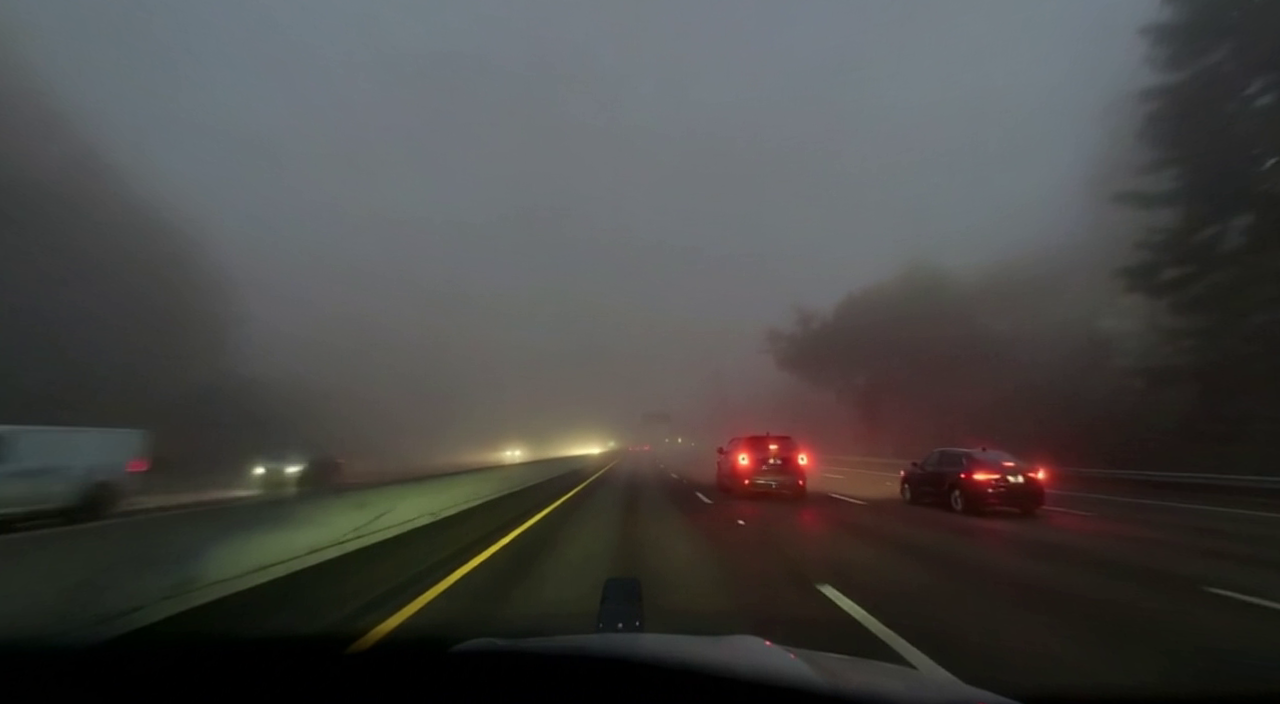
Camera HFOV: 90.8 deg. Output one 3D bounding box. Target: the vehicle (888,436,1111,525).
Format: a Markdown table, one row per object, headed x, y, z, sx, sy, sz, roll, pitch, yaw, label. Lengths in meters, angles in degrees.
| x | y | z | sx | sy | sz | roll | pitch | yaw | label |
| --- | --- | --- | --- | --- | --- | --- | --- | --- | --- |
| 6.819 | 2.457 | 12.635 | 2.009 | 1.456 | 4.097 | 0 | -9 | -1 | vehicle |

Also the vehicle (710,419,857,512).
| x | y | z | sx | sy | sz | roll | pitch | yaw | label |
| --- | --- | --- | --- | --- | --- | --- | --- | --- | --- |
| 3.086 | 2.605 | 14.915 | 2.258 | 1.824 | 4.908 | 0 | -9 | -1 | vehicle |

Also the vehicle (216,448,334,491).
| x | y | z | sx | sy | sz | roll | pitch | yaw | label |
| --- | --- | --- | --- | --- | --- | --- | --- | --- | --- |
| -14.096 | 4.538 | 24.799 | 1.892 | 1.488 | 4.752 | 0 | -9 | -2 | vehicle |
